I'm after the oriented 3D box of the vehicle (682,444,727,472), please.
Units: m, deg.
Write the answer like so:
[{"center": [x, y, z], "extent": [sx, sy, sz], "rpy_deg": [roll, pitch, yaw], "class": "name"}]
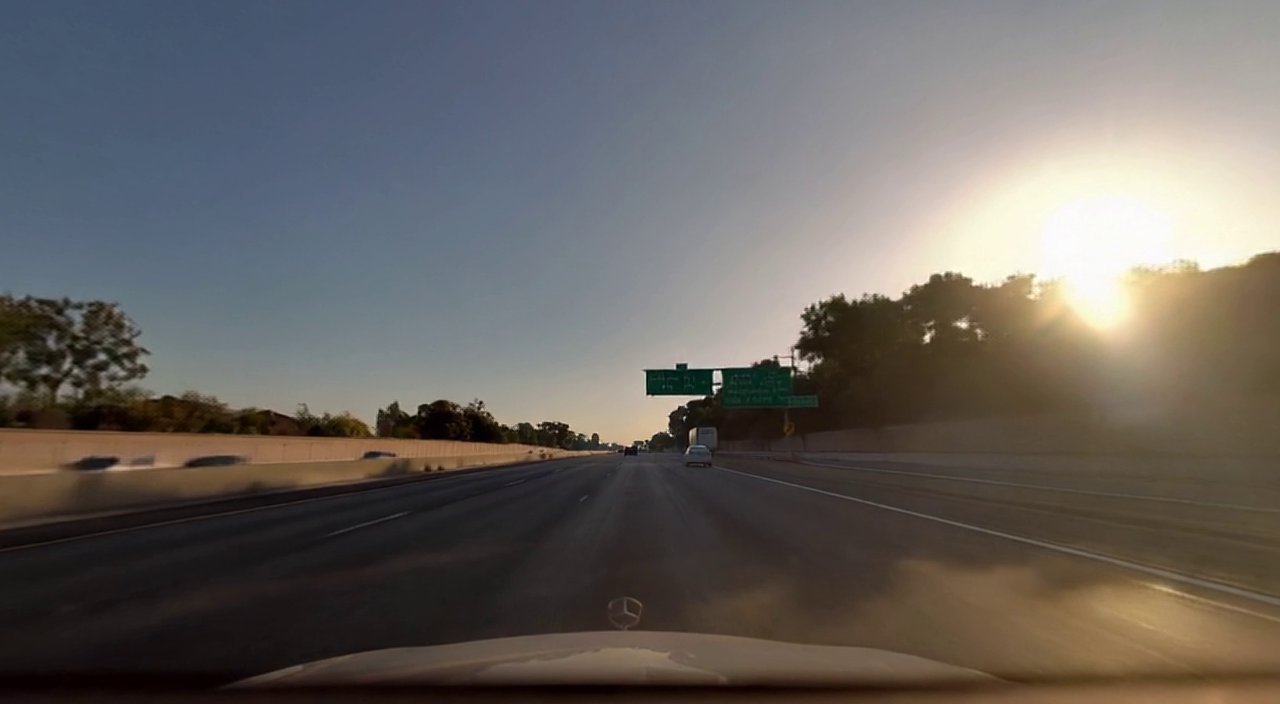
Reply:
[{"center": [3.571, 5.967, 35.634], "extent": [2.033, 1.501, 4.398], "rpy_deg": [0, -9, -1], "class": "vehicle"}]
